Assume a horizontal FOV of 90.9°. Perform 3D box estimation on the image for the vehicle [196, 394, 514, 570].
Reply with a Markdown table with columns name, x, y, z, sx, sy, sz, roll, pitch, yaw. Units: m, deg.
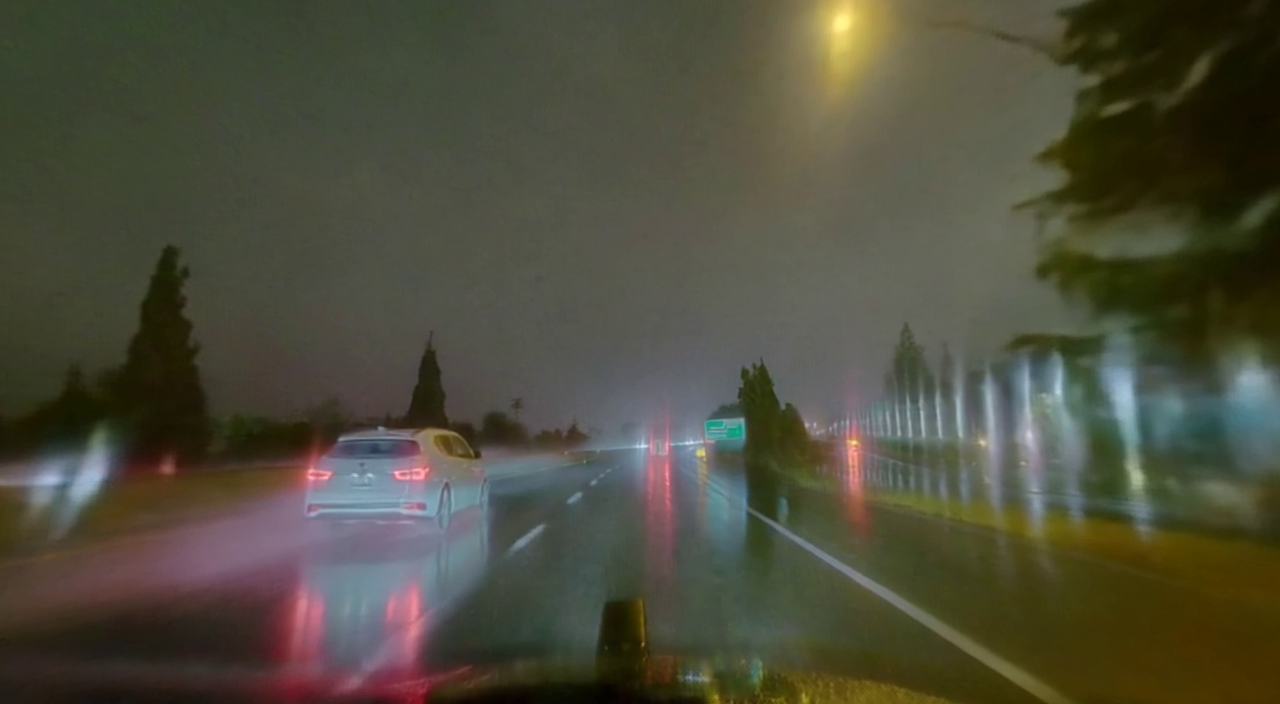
| name | x | y | z | sx | sy | sz | roll | pitch | yaw |
| --- | --- | --- | --- | --- | --- | --- | --- | --- | --- |
| vehicle | -3.617 | 1.813 | 9.666 | 2.143 | 1.851 | 5.817 | 0 | -9 | 0 |
